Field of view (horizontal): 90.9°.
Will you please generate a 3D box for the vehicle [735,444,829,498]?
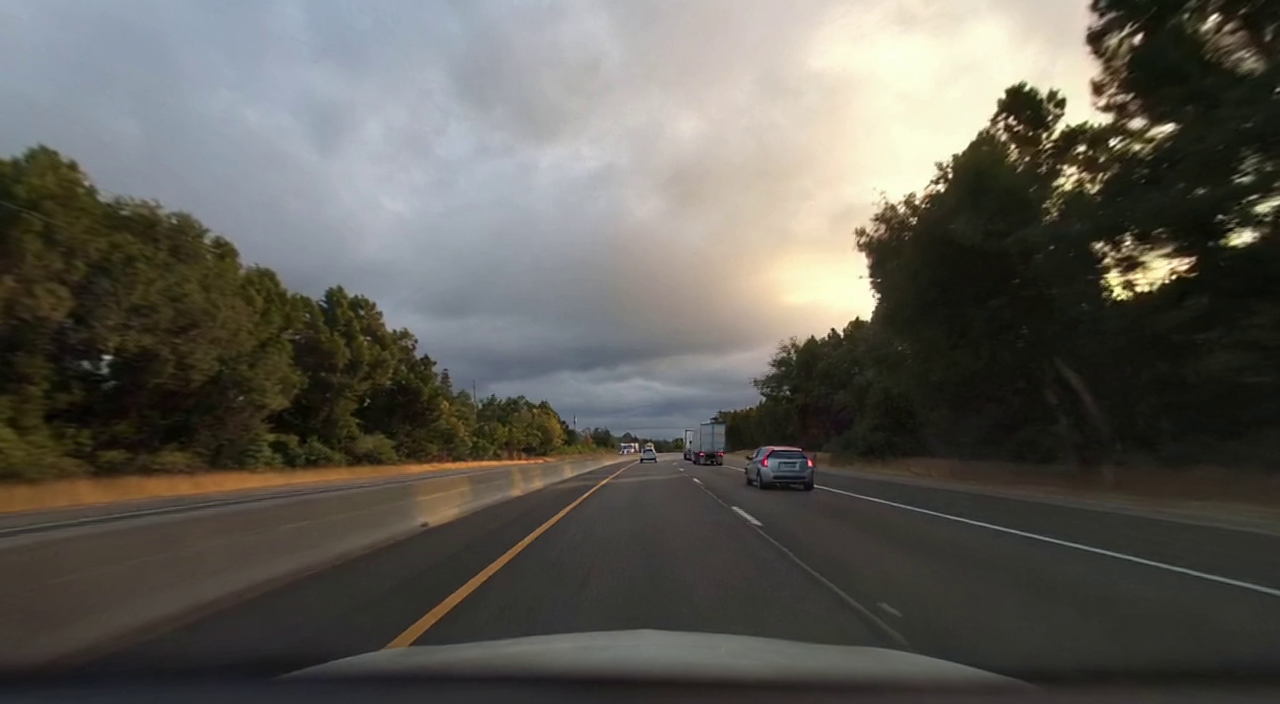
[{"bbox_3d":[4.205,3.587,19.354,1.893,1.442,4.039,0,-9,-1],"label":"vehicle"}]
